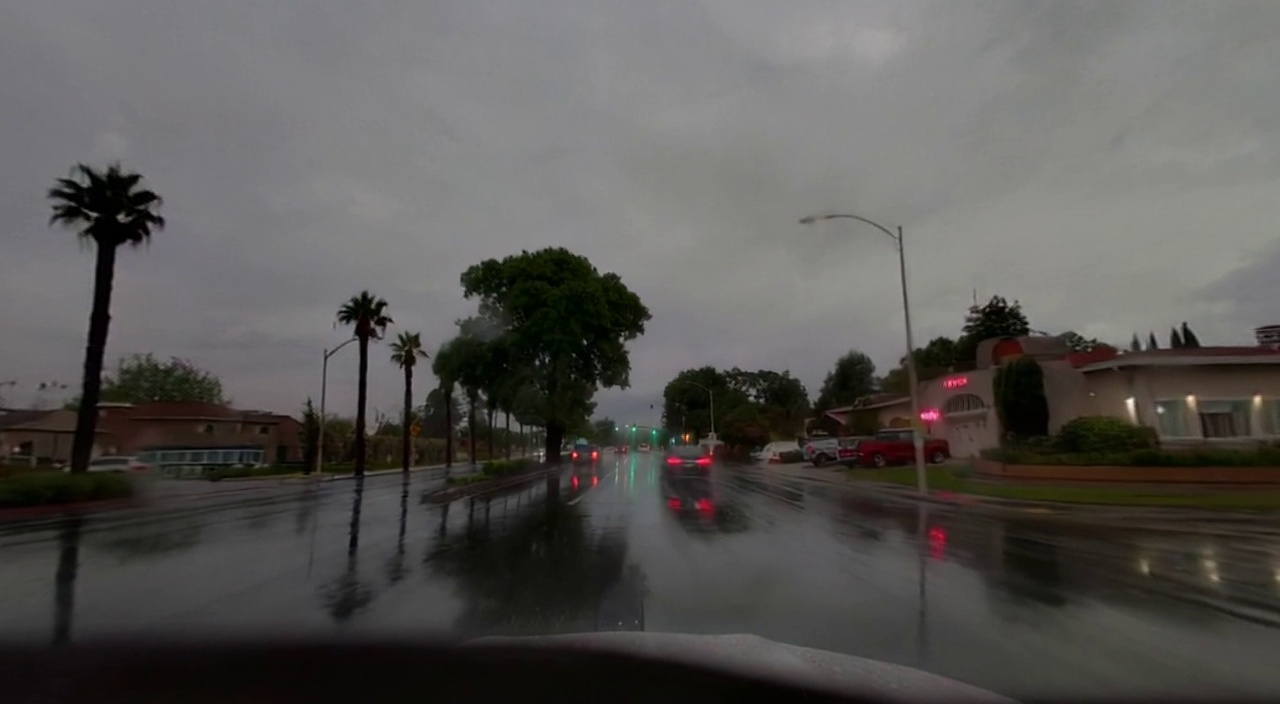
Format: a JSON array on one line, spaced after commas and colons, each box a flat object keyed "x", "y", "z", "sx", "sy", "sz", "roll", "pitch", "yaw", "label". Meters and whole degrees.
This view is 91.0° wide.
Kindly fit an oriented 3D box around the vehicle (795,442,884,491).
[{"x": 7.674, "y": 4.431, "z": 24.672, "sx": 2.012, "sy": 1.737, "sz": 4.129, "roll": 0, "pitch": -9, "yaw": -2, "label": "vehicle"}]

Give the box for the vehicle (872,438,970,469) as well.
[{"x": 15.429, "y": 5.589, "z": 34.731, "sx": 4.489, "sy": 1.557, "sz": 1.792, "roll": -2, "pitch": -9, "yaw": 2, "label": "vehicle"}]

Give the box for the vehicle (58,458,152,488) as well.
[{"x": -30.029, "y": 6.783, "z": 35.473, "sx": 1.823, "sy": 1.477, "sz": 3.984, "roll": 0, "pitch": -9, "yaw": -1, "label": "vehicle"}]

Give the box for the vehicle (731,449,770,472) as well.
[{"x": 7.701, "y": 7.591, "z": 44.275, "sx": 1.947, "sy": 1.474, "sz": 4.634, "roll": 0, "pitch": -9, "yaw": 0, "label": "vehicle"}]

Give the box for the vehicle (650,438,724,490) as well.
[{"x": 1.583, "y": 4.011, "z": 22.803, "sx": 2.084, "sy": 1.682, "sz": 4.148, "roll": 1, "pitch": -9, "yaw": -4, "label": "vehicle"}]

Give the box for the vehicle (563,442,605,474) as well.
[{"x": -3.248, "y": 6.264, "z": 37.388, "sx": 2.084, "sy": 1.735, "sz": 4.528, "roll": 0, "pitch": -8, "yaw": 1, "label": "vehicle"}]
